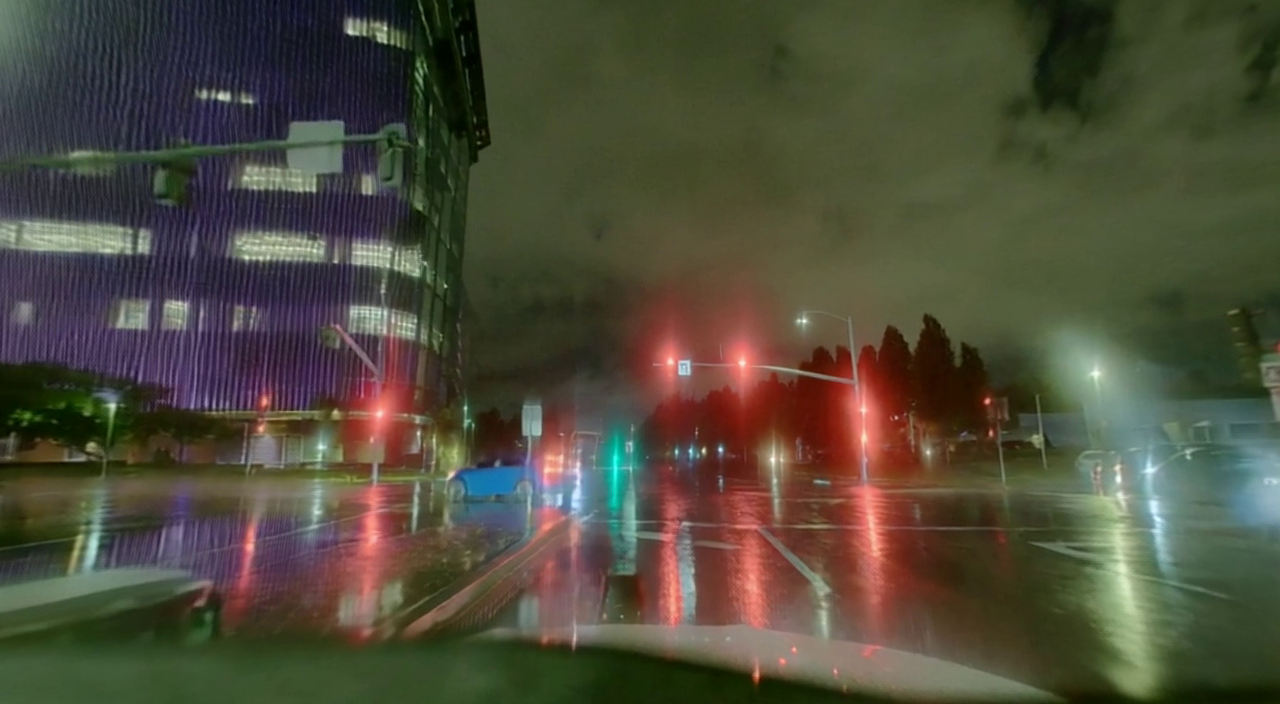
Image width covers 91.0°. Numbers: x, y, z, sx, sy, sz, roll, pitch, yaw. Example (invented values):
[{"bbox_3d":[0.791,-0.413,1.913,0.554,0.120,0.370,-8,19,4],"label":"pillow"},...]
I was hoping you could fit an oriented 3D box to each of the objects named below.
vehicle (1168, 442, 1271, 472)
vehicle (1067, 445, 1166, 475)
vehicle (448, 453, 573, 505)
[{"bbox_3d":[30.174,5.486,32.961,1.946,1.467,3.670,0,-9,3],"label":"vehicle"},{"bbox_3d":[25.307,5.743,33.692,2.021,1.484,4.454,0,-9,4],"label":"vehicle"},{"bbox_3d":[-4.423,4.190,21.234,4.197,1.525,2.014,-8,-12,42],"label":"vehicle"}]
